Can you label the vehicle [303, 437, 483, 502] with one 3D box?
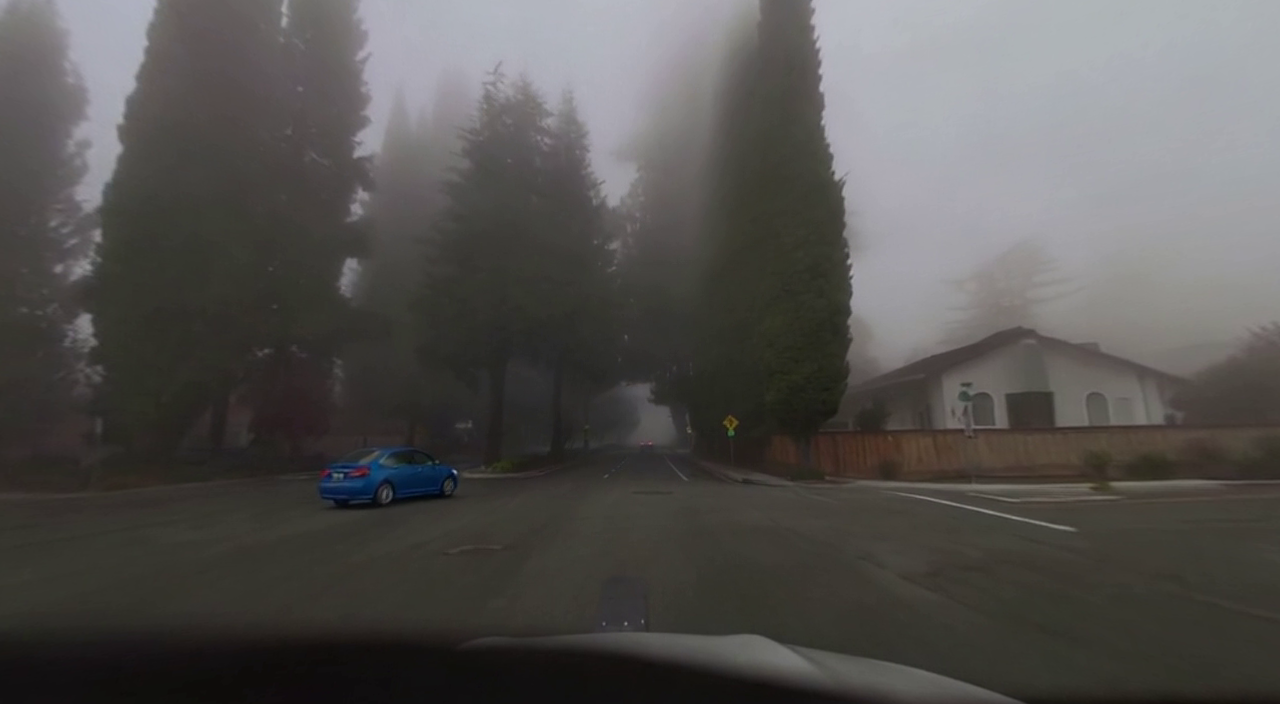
[{"bbox_3d":[-7.213,3.446,19.030,2.170,1.666,4.788,-5,-9,26],"label":"vehicle"}]
